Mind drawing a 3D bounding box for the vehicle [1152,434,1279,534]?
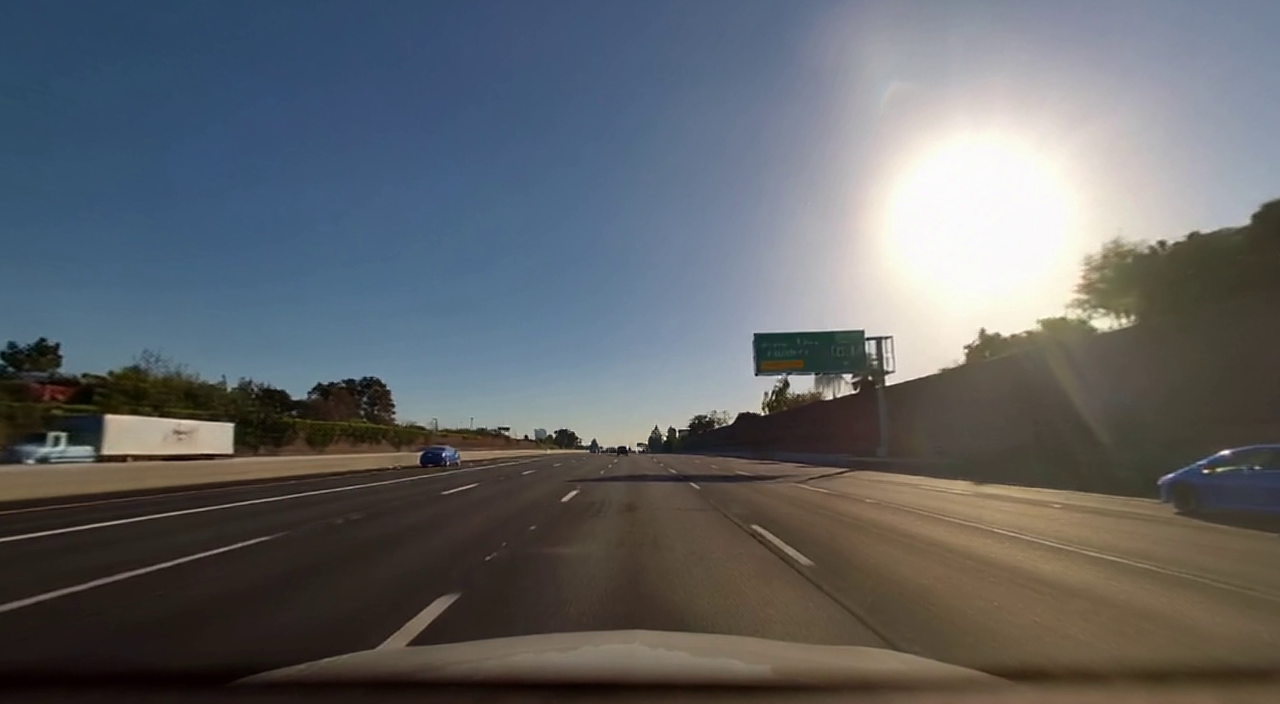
[{"bbox_3d":[10.594,1.983,9.483,1.985,1.493,4.486,0,-9,-1],"label":"vehicle"}]

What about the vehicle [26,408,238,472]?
[{"bbox_3d":[-38.243,6.947,49.359,2.915,4.090,16.659,0,-9,0],"label":"vehicle"}]

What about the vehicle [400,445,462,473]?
[{"bbox_3d":[-11.327,5.818,34.568,1.921,1.452,4.429,0,-9,0],"label":"vehicle"}]

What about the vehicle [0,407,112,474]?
[{"bbox_3d":[-38.126,5.570,39.488,2.992,3.840,8.262,0,-9,0],"label":"vehicle"}]
